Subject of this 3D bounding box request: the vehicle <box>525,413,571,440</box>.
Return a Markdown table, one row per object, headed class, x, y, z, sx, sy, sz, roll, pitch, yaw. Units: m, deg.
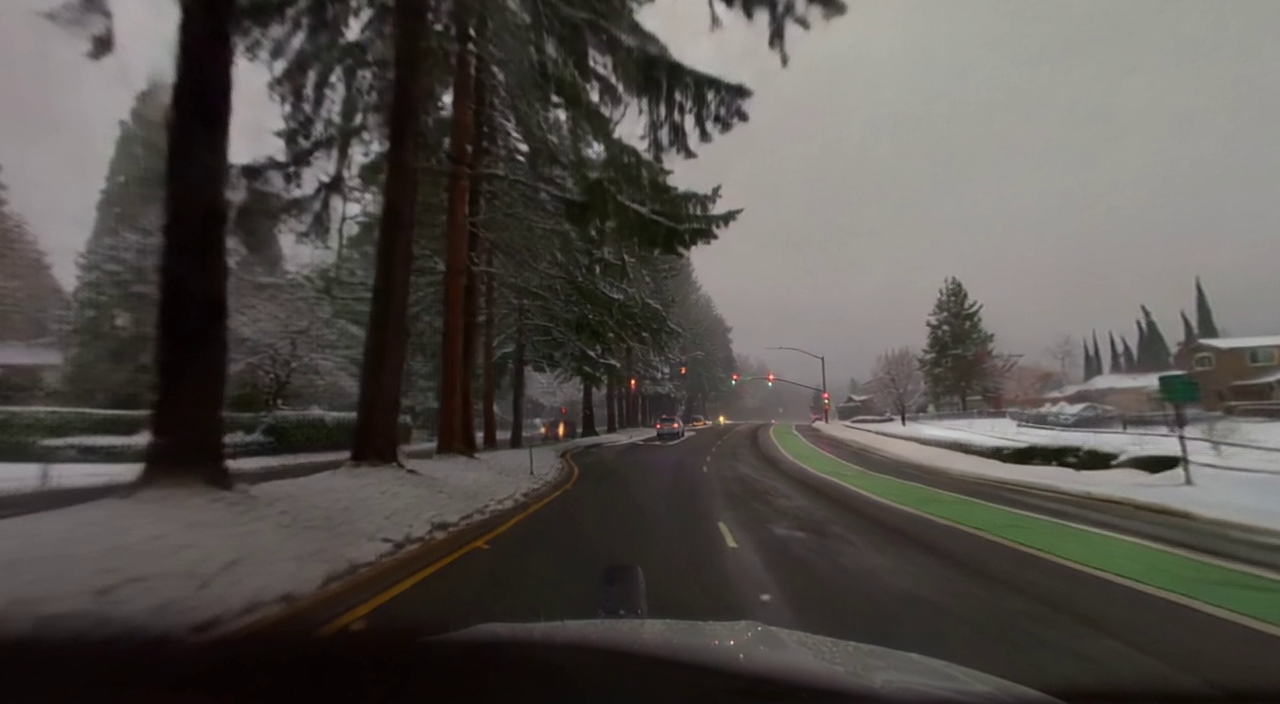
| class | x | y | z | sx | sy | sz | roll | pitch | yaw |
| --- | --- | --- | --- | --- | --- | --- | --- | --- | --- |
| vehicle | -6.828 | 5.632 | 47.483 | 2.182 | 1.843 | 4.604 | -1 | -9 | 8 |
